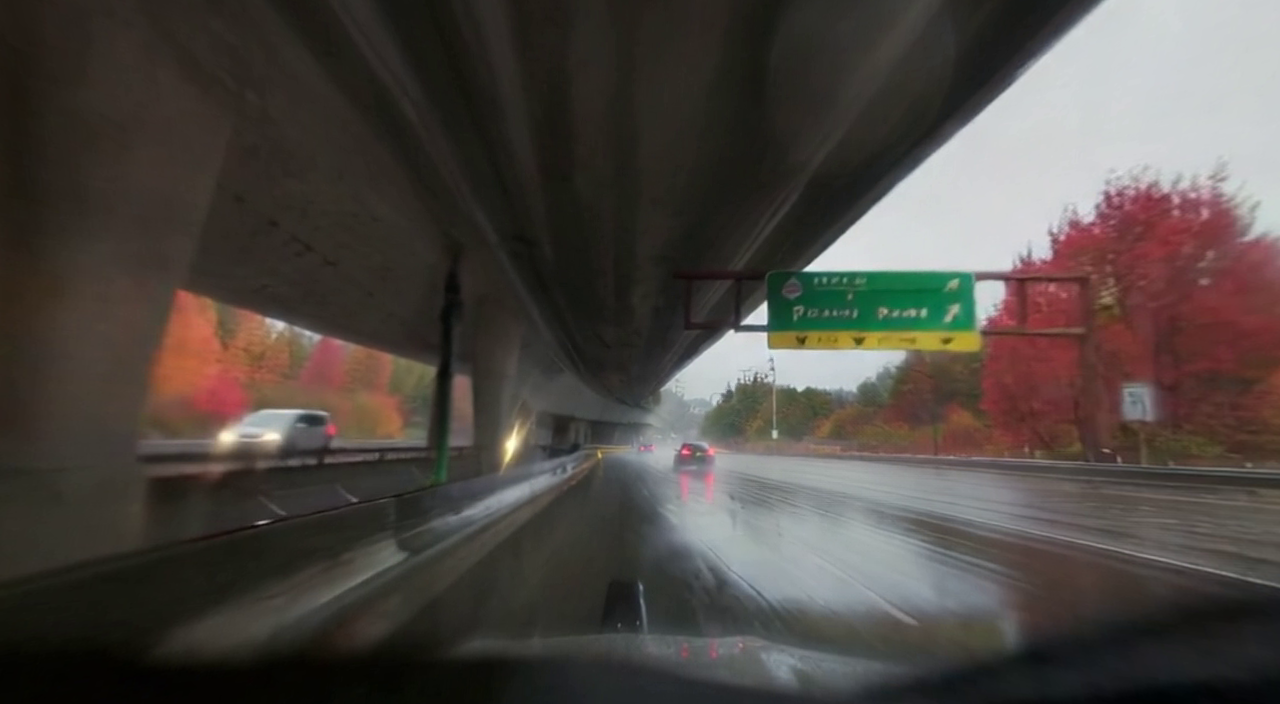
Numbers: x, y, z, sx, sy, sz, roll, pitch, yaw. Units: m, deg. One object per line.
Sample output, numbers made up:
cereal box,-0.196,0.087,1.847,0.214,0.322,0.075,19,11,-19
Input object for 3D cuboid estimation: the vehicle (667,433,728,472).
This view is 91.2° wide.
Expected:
vehicle,2.545,4.629,28.858,2.337,1.633,4.222,0,-9,-1

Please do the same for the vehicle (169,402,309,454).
vehicle,-13.209,2.610,21.041,1.921,1.550,4.249,0,-9,-1
